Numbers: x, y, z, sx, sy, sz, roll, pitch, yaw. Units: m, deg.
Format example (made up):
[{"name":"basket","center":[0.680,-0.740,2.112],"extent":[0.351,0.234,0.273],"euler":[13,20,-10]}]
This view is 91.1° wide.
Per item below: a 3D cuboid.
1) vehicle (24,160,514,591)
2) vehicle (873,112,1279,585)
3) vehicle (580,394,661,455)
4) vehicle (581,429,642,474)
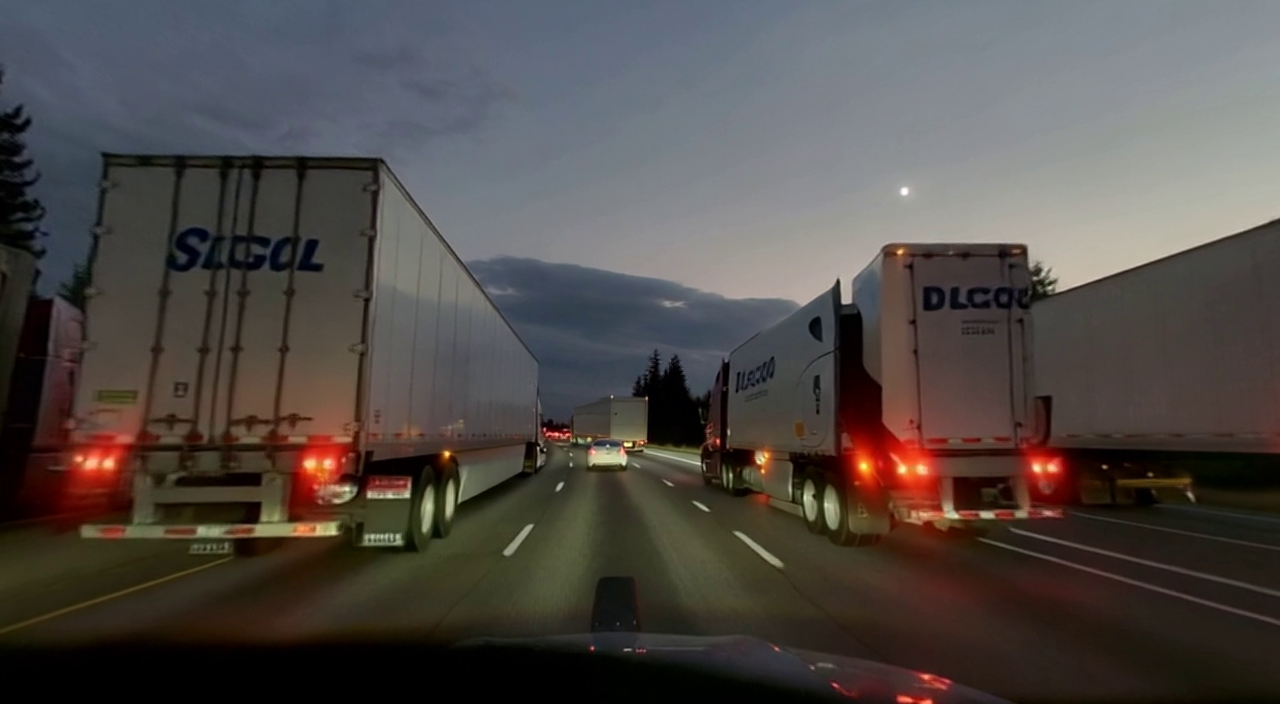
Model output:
[{"name":"vehicle","center":[-4.046,0.710,9.946],"extent":[2.822,3.788,8.799],"euler":[0,-8,-4]},{"name":"vehicle","center":[7.772,-0.260,3.947],"extent":[2.820,4.084,13.786],"euler":[3,-8,-24]},{"name":"vehicle","center":[-1.906,5.843,49.628],"extent":[2.899,4.112,13.912],"euler":[2,-8,-16]},{"name":"vehicle","center":[-1.185,3.779,24.285],"extent":[2.060,1.540,4.374],"euler":[1,-8,-6]}]
